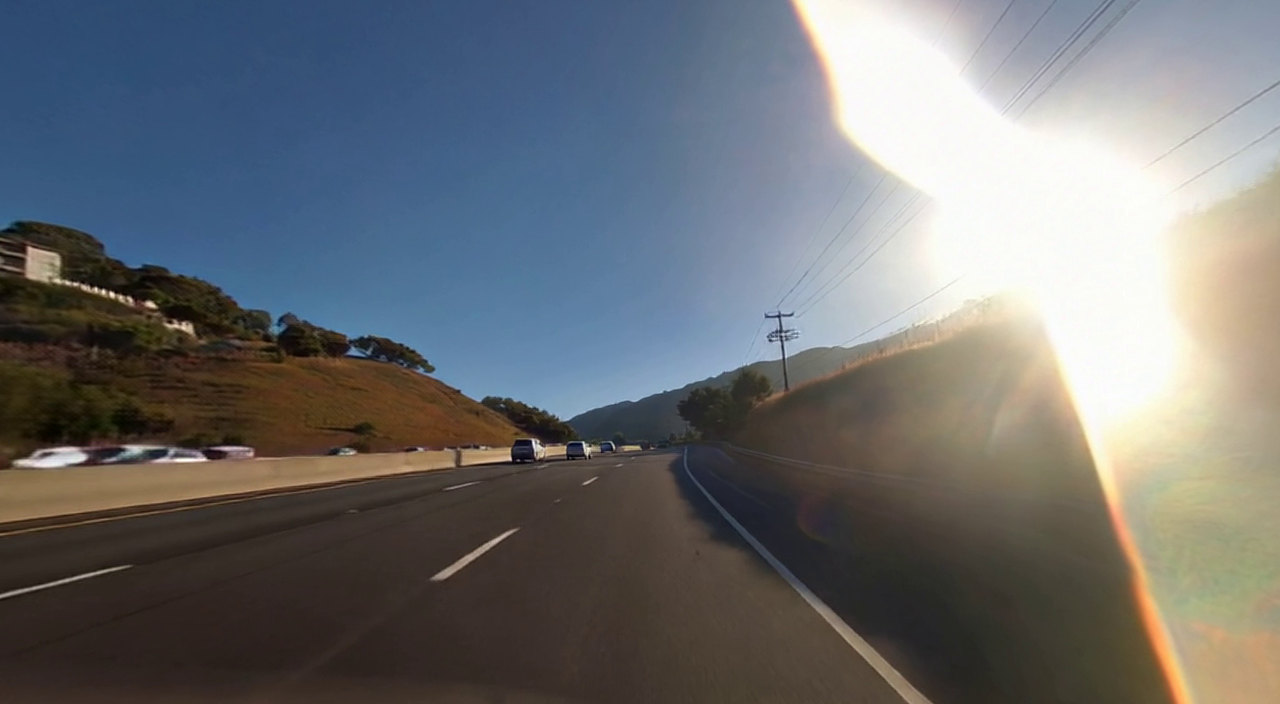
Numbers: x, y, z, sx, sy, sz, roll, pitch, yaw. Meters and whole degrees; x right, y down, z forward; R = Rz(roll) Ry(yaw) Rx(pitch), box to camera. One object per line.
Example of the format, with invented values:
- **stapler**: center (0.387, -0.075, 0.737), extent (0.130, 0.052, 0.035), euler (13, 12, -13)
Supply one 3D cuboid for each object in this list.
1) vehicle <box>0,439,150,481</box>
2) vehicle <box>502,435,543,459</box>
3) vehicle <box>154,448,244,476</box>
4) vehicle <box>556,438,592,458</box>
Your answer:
- **vehicle**: center (-28.070, 5.347, 31.504), extent (2.245, 1.893, 5.358), euler (-1, -9, 5)
- **vehicle**: center (-8.970, 7.307, 48.275), extent (2.063, 1.743, 4.392), euler (-1, -9, 4)
- **vehicle**: center (-23.973, 5.950, 34.286), extent (1.870, 1.430, 3.896), euler (-1, -8, 5)
- **vehicle**: center (-5.179, 7.613, 49.816), extent (2.010, 1.489, 4.456), euler (-1, -9, 5)
